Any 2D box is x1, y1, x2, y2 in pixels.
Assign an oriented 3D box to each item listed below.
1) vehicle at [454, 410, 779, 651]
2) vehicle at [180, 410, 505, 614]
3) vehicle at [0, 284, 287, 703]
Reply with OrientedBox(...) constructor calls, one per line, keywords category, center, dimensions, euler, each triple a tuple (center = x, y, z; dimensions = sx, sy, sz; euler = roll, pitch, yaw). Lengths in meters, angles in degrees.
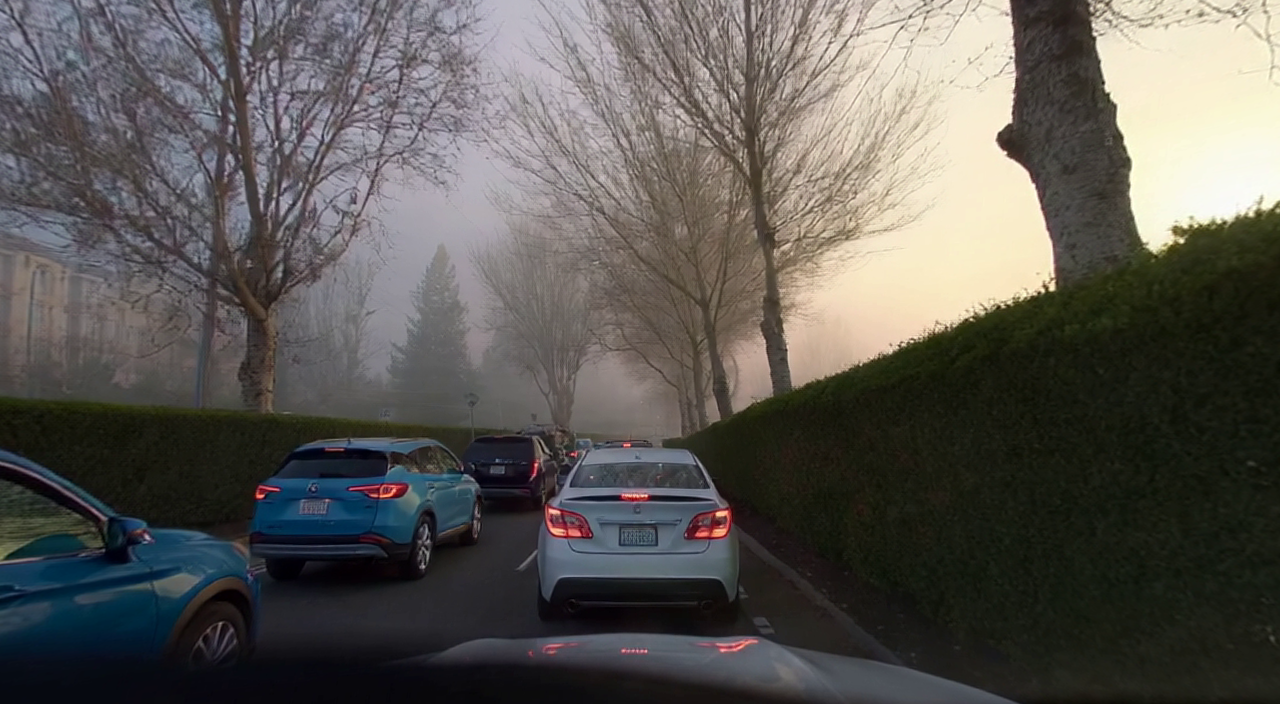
OrientedBox(category="vehicle", center=(-0.178, 1.504, 6.257), dimensions=(2.154, 1.581, 4.007), euler=(0, -9, -1))
OrientedBox(category="vehicle", center=(-3.406, 1.866, 8.336), dimensions=(2.256, 1.728, 4.421), euler=(-6, -8, -2))
OrientedBox(category="vehicle", center=(-3.282, 0.684, 1.265), dimensions=(2.205, 1.913, 5.327), euler=(-6, -8, -2))
